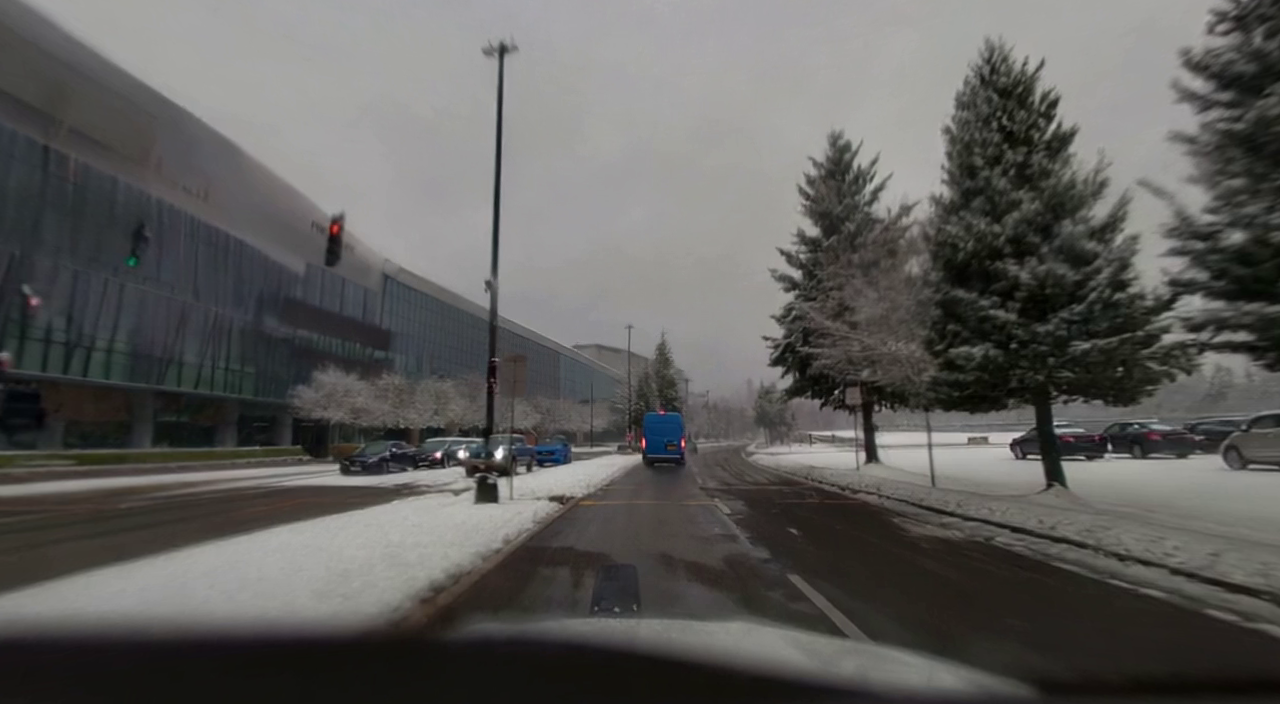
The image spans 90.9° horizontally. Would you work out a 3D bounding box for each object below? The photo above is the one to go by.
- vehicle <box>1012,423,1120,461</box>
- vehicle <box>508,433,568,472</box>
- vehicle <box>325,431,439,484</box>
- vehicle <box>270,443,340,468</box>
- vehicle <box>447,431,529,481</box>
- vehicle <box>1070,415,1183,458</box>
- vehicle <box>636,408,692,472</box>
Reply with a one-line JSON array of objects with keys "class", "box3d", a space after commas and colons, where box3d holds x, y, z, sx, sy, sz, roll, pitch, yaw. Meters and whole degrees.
[{"class": "vehicle", "box3d": [17.348, 3.715, 25.899, 1.759, 1.433, 3.862, -1, -8, 2]}, {"class": "vehicle", "box3d": [-4.749, 4.788, 30.048, 1.935, 1.633, 4.247, -2, -9, 3]}, {"class": "vehicle", "box3d": [-8.784, 3.654, 21.935, 1.891, 1.575, 4.559, -2, -9, 3]}, {"class": "vehicle", "box3d": [-20.651, 6.319, 38.734, 4.373, 1.385, 1.827, -5, -9, 33]}, {"class": "vehicle", "box3d": [-5.279, 3.698, 22.386, 1.893, 1.587, 3.595, -1, -9, 2]}, {"class": "vehicle", "box3d": [19.813, 3.541, 25.879, 1.776, 1.463, 3.803, -4, -11, 5]}, {"class": "vehicle", "box3d": [1.266, 4.257, 30.601, 2.435, 2.816, 5.232, -1, -8, 5]}]
